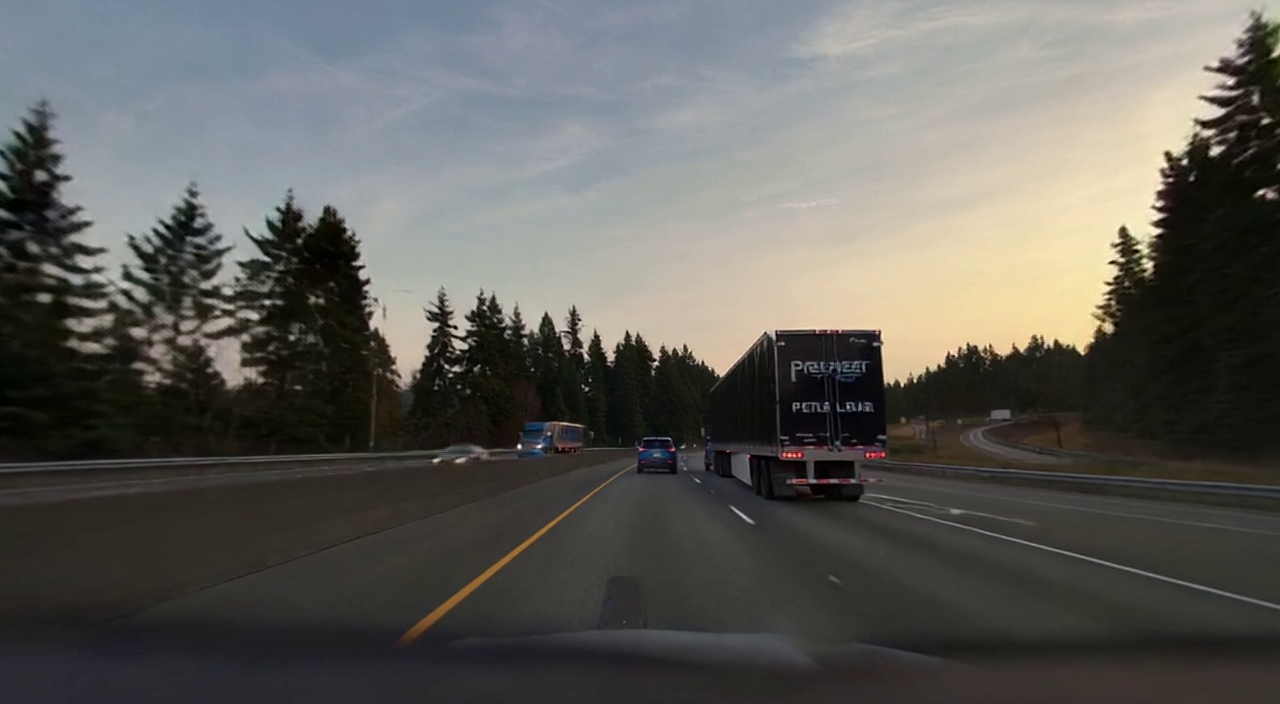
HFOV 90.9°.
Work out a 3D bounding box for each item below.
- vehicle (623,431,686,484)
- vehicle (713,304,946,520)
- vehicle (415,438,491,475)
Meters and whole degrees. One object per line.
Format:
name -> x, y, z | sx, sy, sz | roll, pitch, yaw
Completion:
vehicle -> 0.568, 4.029, 24.422 | 2.222, 1.848, 4.610 | 0, -8, 2
vehicle -> 4.554, 2.349, 20.437 | 2.899, 4.160, 16.621 | 0, -9, 2
vehicle -> -8.701, 4.887, 29.786 | 2.071, 1.610, 4.399 | 0, -8, 2
